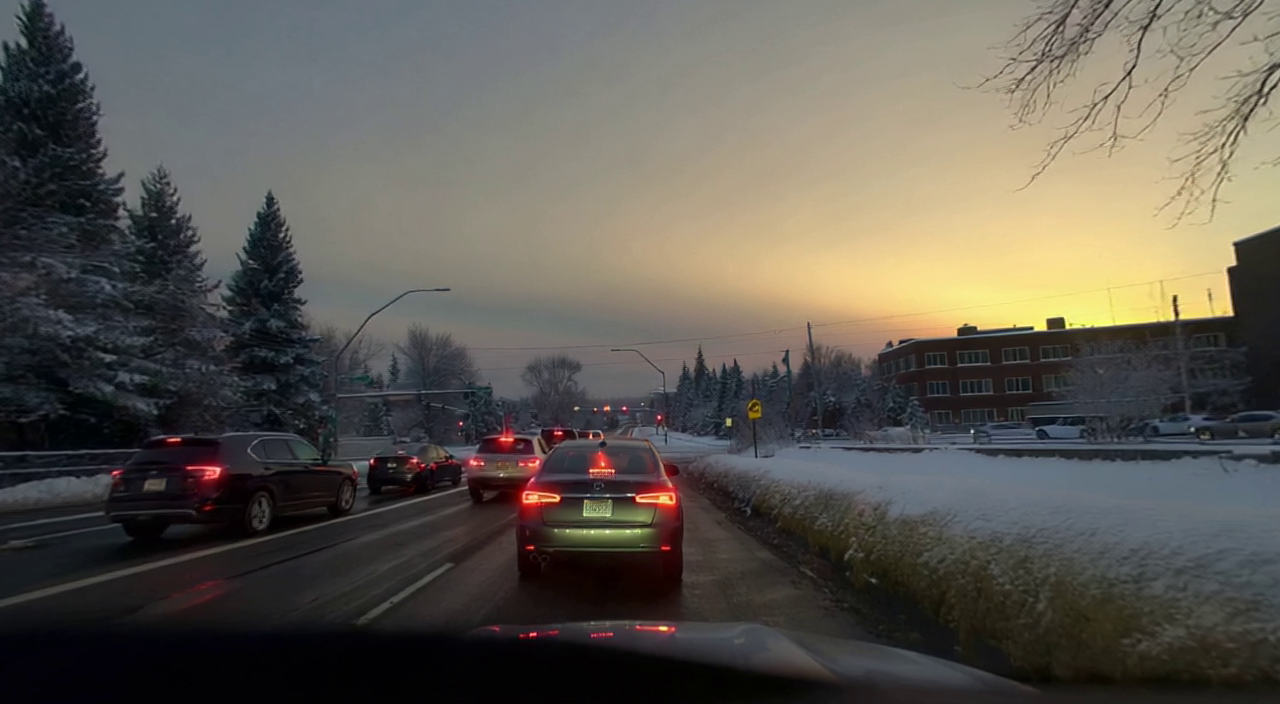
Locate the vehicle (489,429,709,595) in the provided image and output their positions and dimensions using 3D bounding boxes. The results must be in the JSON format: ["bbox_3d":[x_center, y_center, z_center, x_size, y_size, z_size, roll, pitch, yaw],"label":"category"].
[{"bbox_3d":[-0.389,1.812,7.996,2.066,1.544,3.954,0,-9,0],"label":"vehicle"}]

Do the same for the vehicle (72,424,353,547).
[{"bbox_3d":[-7.296,2.290,11.502,2.068,1.784,4.224,0,-9,1],"label":"vehicle"}]

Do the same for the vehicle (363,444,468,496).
[{"bbox_3d":[-7.354,3.886,21.228,1.851,1.532,4.279,0,-9,1],"label":"vehicle"}]
